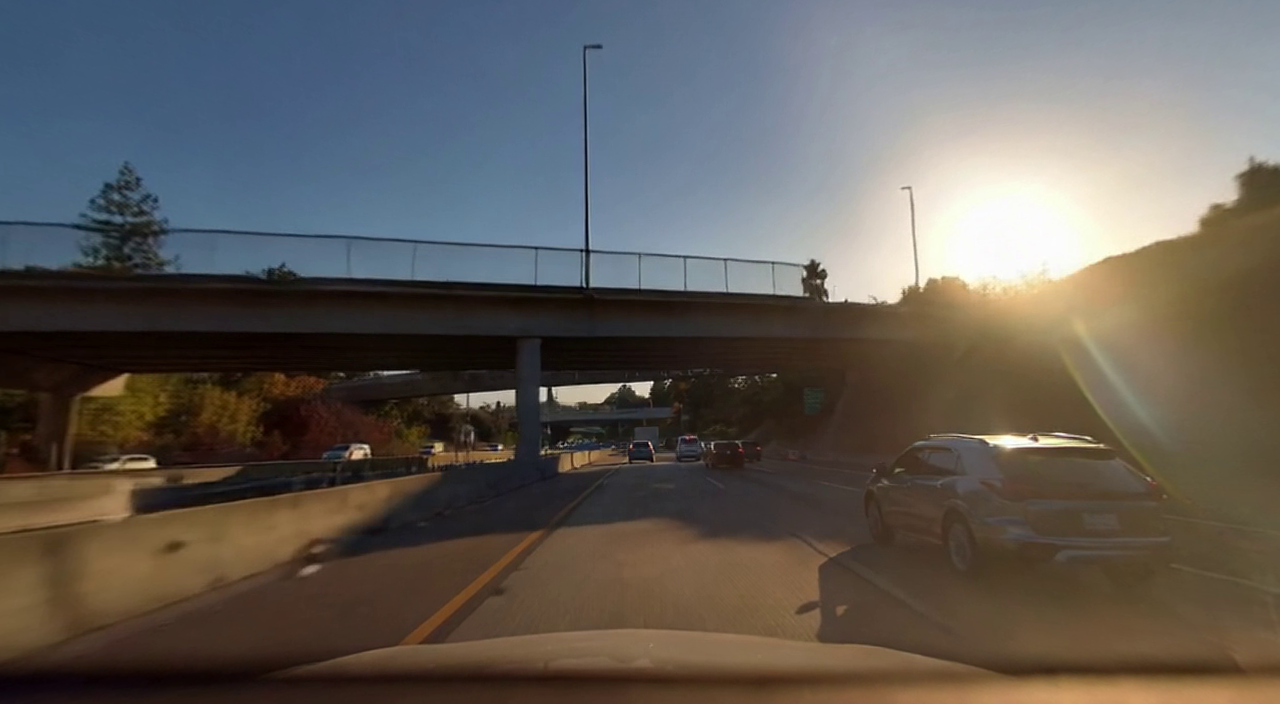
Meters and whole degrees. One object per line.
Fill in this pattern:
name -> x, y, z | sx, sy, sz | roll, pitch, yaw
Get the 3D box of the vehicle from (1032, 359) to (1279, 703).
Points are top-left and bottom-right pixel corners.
vehicle -> 3.779, 0.787, 2.225 | 2.003, 1.661, 4.418 | -1, -8, 1

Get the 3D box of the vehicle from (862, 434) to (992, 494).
vehicle -> 8.144, 3.189, 18.367 | 1.810, 1.516, 4.183 | -1, -8, 0

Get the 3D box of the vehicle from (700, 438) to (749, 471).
vehicle -> 4.176, 5.130, 31.782 | 1.825, 1.487, 4.034 | 0, -8, -1

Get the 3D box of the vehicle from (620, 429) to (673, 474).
vehicle -> 0.265, 4.490, 28.661 | 2.189, 1.852, 4.038 | 0, -8, 0

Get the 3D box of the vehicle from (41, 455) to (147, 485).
vehicle -> -31.202, 6.719, 36.240 | 1.866, 1.472, 4.711 | -1, -8, 0
